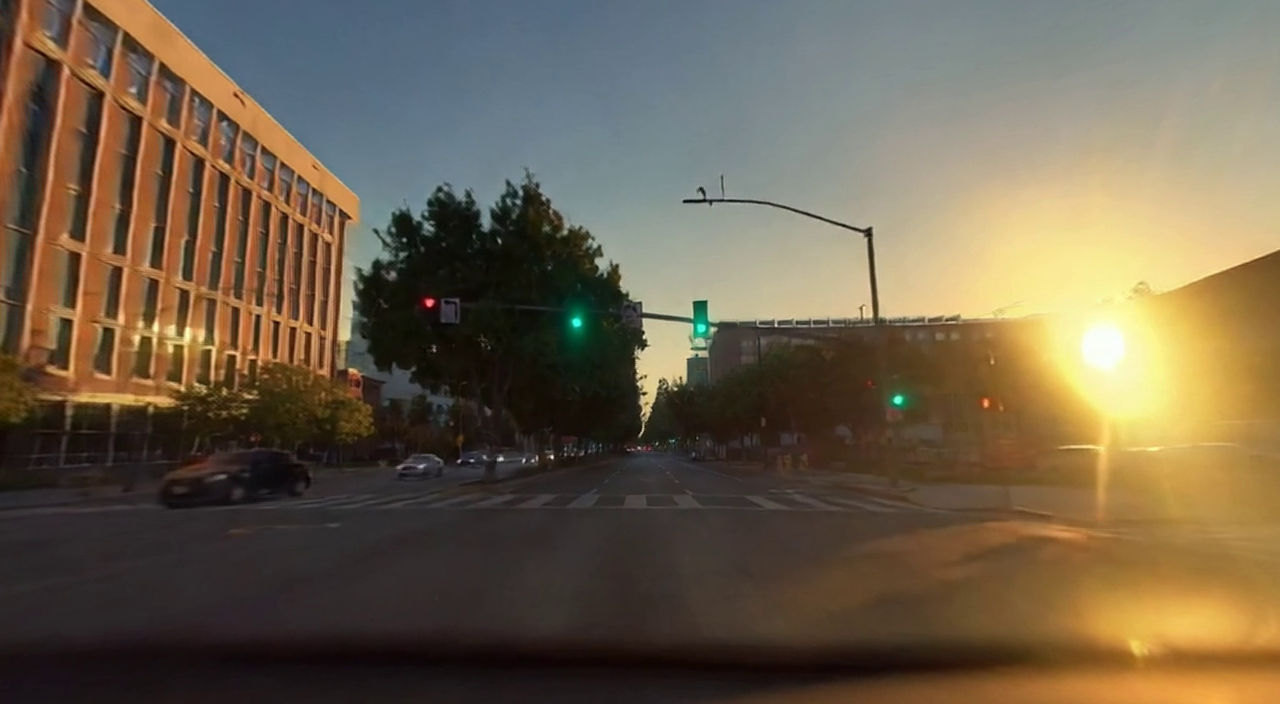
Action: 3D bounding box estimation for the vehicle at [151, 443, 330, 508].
[{"bbox_3d":[-11.631,3.586,18.819,2.069,1.673,4.853,0,-9,1],"label":"vehicle"}]

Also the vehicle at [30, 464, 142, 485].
[{"bbox_3d":[-30.624,6.763,34.754,4.611,1.021,1.473,1,-8,-4],"label":"vehicle"}]

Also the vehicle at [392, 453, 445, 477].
[{"bbox_3d":[-14.968,7.657,42.694,1.920,1.499,4.378,0,-9,1],"label":"vehicle"}]
